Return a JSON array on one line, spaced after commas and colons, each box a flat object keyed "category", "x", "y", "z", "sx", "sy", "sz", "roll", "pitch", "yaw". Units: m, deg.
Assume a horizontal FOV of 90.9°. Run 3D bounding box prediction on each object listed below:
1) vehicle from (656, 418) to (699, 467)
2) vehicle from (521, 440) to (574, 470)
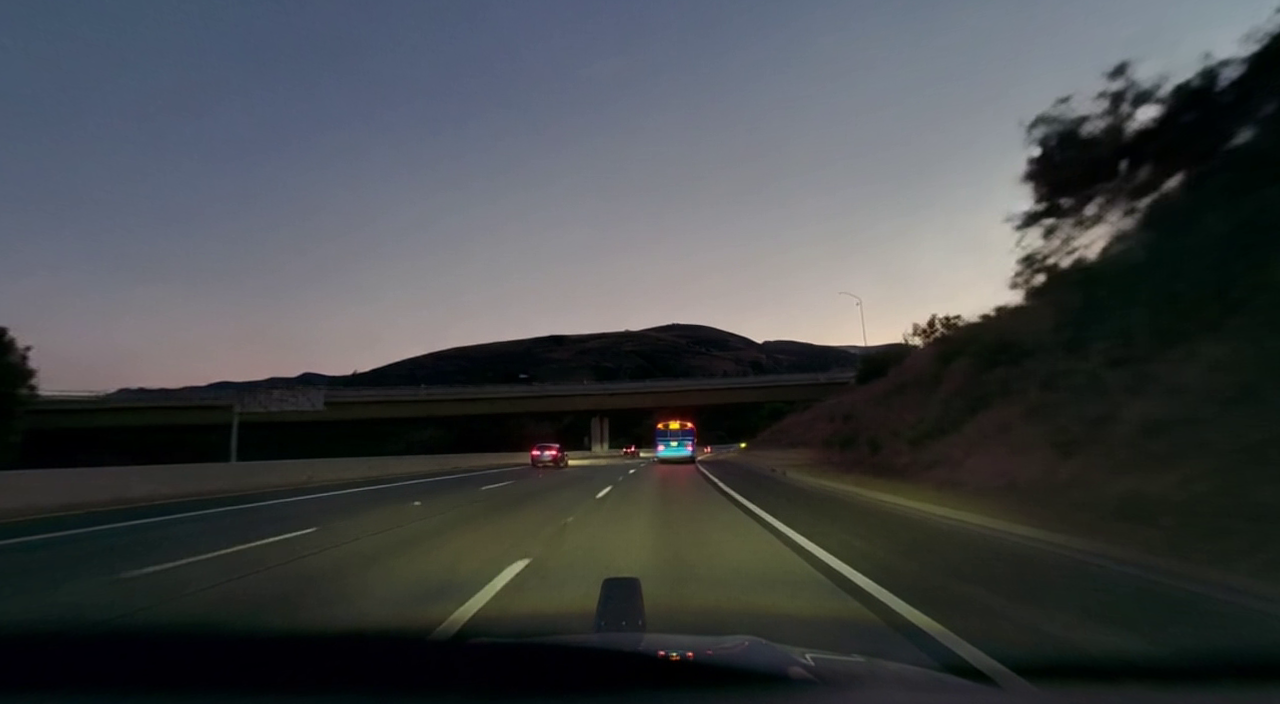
[{"category": "vehicle", "x": 2.947, "y": 6.886, "z": 48.076, "sx": 2.945, "sy": 3.295, "sz": 10.406, "roll": -1, "pitch": -8, "yaw": 4}, {"category": "vehicle", "x": -5.584, "y": 6.277, "z": 38.690, "sx": 2.172, "sy": 1.689, "sz": 4.625, "roll": -1, "pitch": -8, "yaw": 4}]
